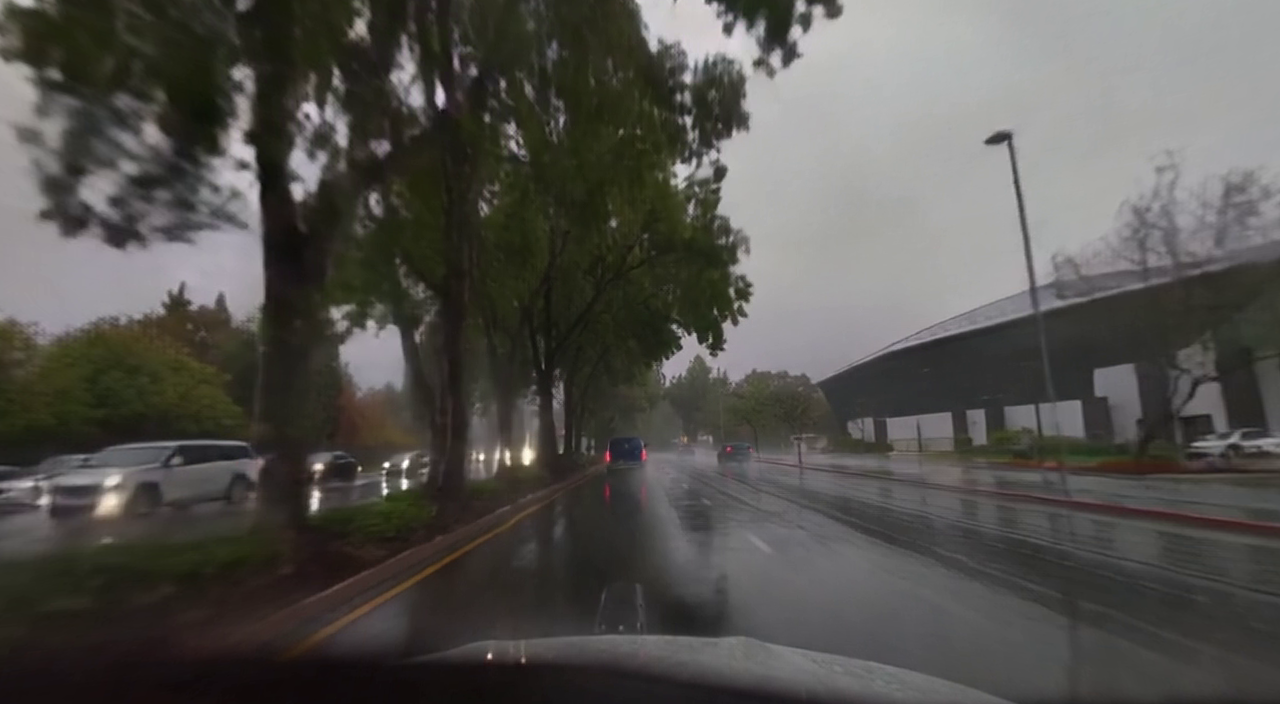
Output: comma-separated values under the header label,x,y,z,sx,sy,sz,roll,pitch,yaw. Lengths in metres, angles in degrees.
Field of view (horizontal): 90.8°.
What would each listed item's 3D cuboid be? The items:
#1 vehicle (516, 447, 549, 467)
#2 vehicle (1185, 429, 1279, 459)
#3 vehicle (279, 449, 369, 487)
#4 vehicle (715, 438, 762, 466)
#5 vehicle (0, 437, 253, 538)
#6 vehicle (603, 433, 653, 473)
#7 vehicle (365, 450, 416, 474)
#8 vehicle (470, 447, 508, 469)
label,x,y,z,sx,sy,sz,roll,pitch,yaw
vehicle,-8.285,8.120,49.102,1.964,1.478,4.368,0,-9,-2
vehicle,31.542,4.794,33.005,1.743,1.445,4.495,1,-9,-9
vehicle,-14.800,5.418,29.923,1.950,1.655,4.395,0,-9,0
vehicle,6.764,6.954,44.047,2.364,1.781,4.854,0,-9,-2
vehicle,-11.538,2.947,14.676,2.082,1.824,4.840,-2,-7,-1
vehicle,-0.586,5.253,33.086,2.411,1.937,5.186,0,-9,-1
vehicle,-18.710,8.247,47.580,1.980,1.712,4.535,0,-9,1
vehicle,-11.526,8.089,48.518,1.904,1.622,4.225,0,-9,0
